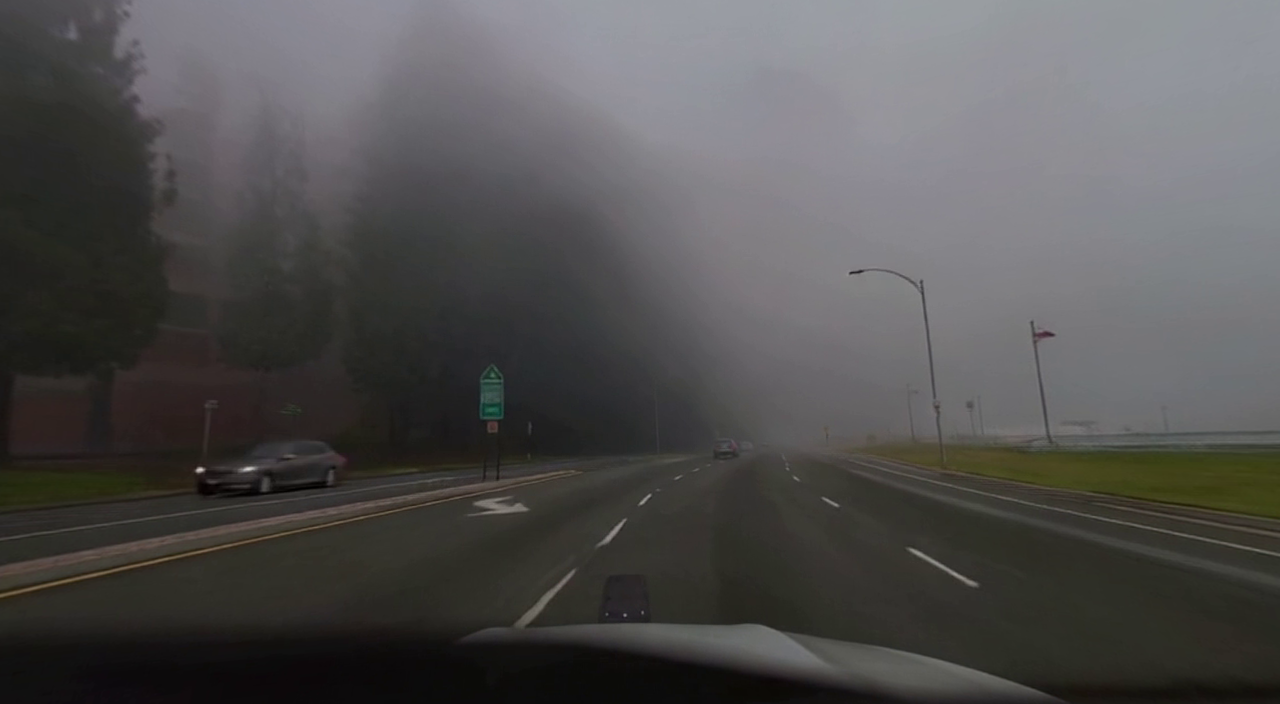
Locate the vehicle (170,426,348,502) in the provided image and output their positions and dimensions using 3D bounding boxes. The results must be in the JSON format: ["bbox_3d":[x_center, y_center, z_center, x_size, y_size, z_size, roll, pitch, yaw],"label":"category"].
[{"bbox_3d":[-11.288,3.342,19.248,2.080,1.984,4.778,-1,-8,6],"label":"vehicle"}]
